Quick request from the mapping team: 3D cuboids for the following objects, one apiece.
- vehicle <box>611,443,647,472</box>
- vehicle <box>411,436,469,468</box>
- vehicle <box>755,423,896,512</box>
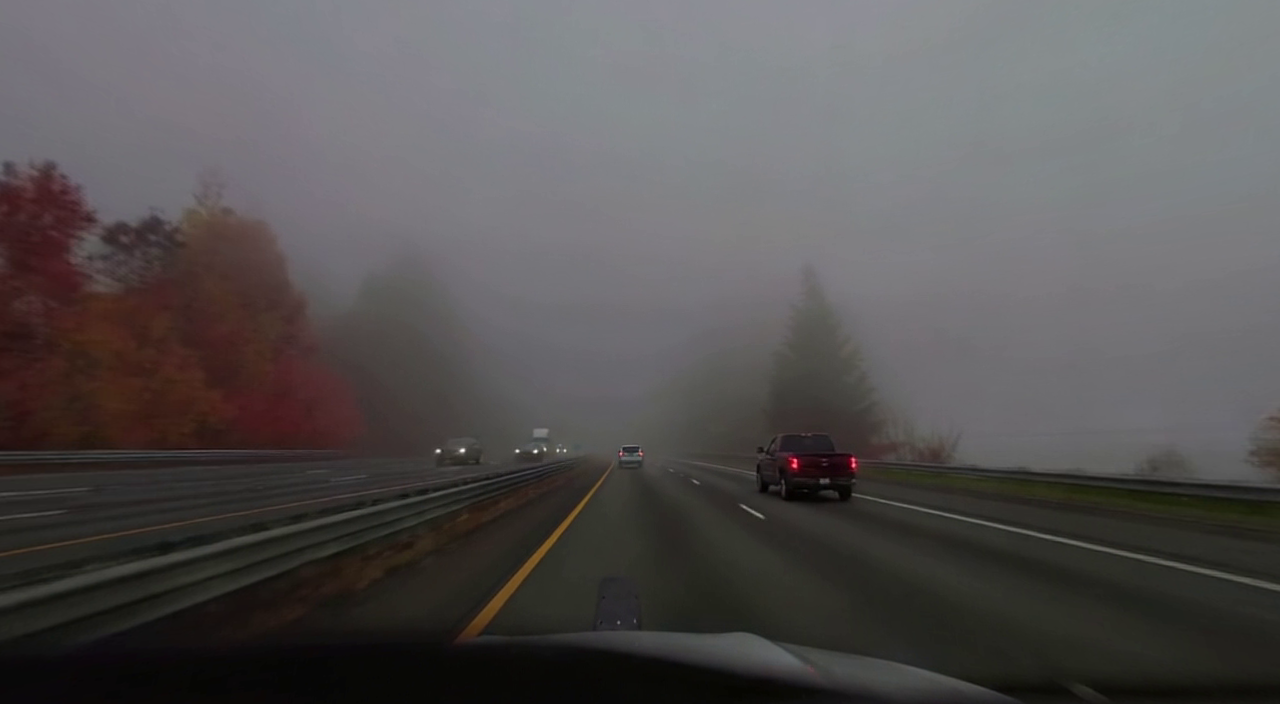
[{"bbox_3d":[-0.680,6.691,40.012,2.151,1.693,4.201,0,-9,-1],"label":"vehicle"},{"bbox_3d":[-12.778,6.448,40.357,2.160,1.890,4.748,-1,-9,0],"label":"vehicle"},{"bbox_3d":[4.136,2.645,14.761,1.982,1.745,4.151,0,-9,-1],"label":"vehicle"}]
